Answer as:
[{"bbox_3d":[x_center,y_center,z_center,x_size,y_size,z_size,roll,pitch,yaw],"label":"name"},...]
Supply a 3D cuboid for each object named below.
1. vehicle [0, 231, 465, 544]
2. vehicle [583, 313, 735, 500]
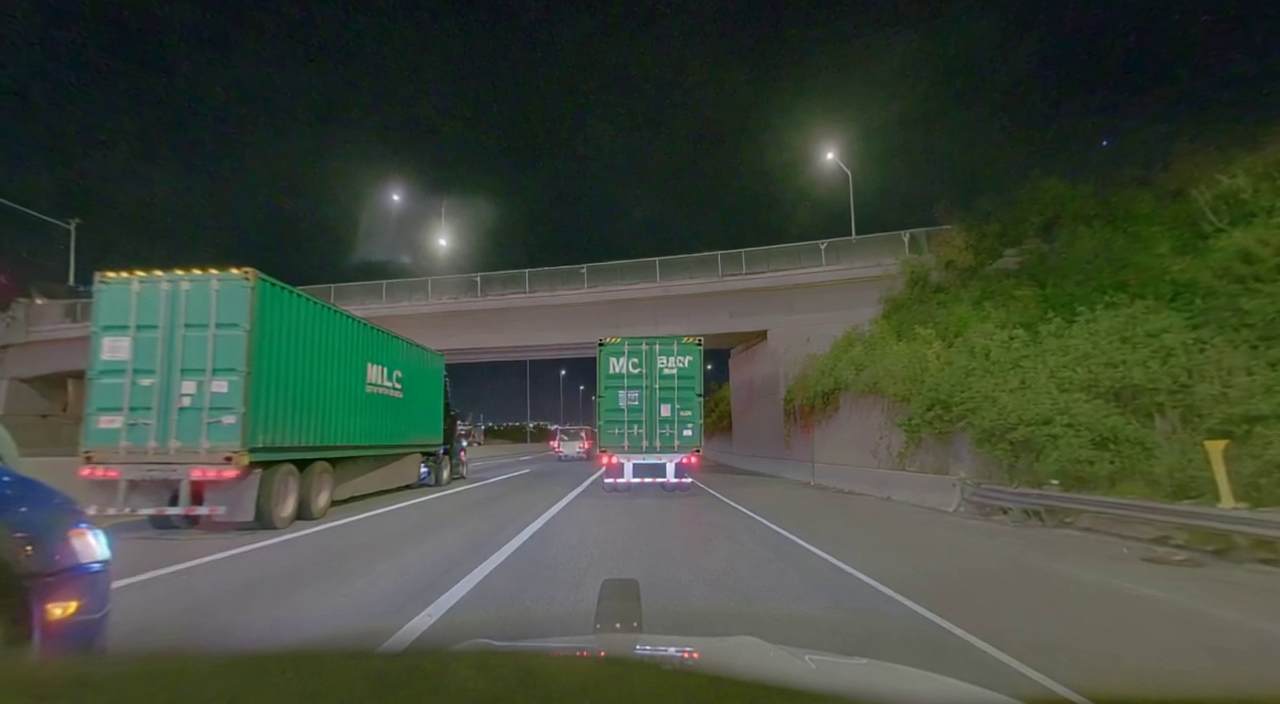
[{"bbox_3d":[-7.170,1.279,14.271,3.023,4.139,11.860,0,-9,0],"label":"vehicle"},{"bbox_3d":[0.351,1.744,18.020,3.357,4.212,7.519,0,-9,-1],"label":"vehicle"}]
